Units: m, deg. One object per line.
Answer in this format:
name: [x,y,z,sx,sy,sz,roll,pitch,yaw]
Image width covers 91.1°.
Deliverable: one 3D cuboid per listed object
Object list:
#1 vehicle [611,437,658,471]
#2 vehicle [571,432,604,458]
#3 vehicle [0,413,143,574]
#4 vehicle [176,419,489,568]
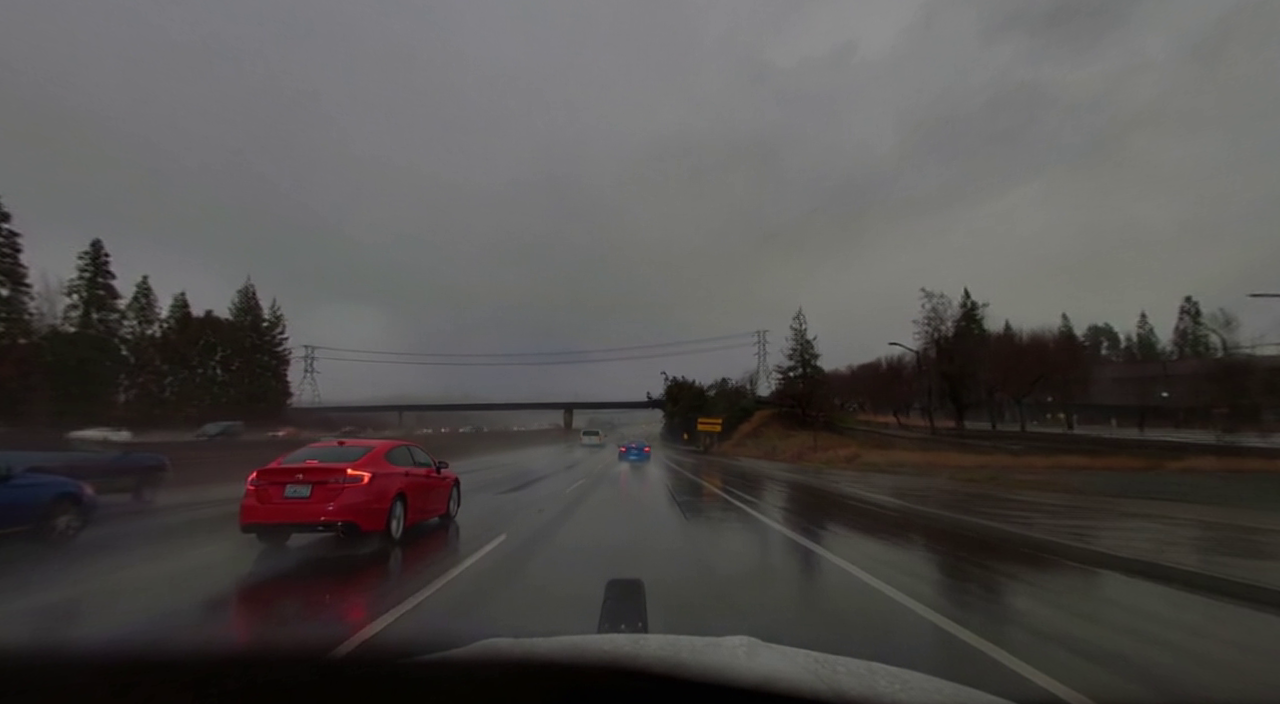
vehicle: [-0.241,4.605,28.541,1.954,1.460,3.983,0,-8,0]
vehicle: [-3.879,7.001,47.220,2.174,1.806,3.932,0,-8,-1]
vehicle: [-7.495,1.349,5.772,1.968,1.614,4.674,0,-8,1]
vehicle: [-3.732,1.798,8.828,2.035,1.514,4.600,0,-8,1]
